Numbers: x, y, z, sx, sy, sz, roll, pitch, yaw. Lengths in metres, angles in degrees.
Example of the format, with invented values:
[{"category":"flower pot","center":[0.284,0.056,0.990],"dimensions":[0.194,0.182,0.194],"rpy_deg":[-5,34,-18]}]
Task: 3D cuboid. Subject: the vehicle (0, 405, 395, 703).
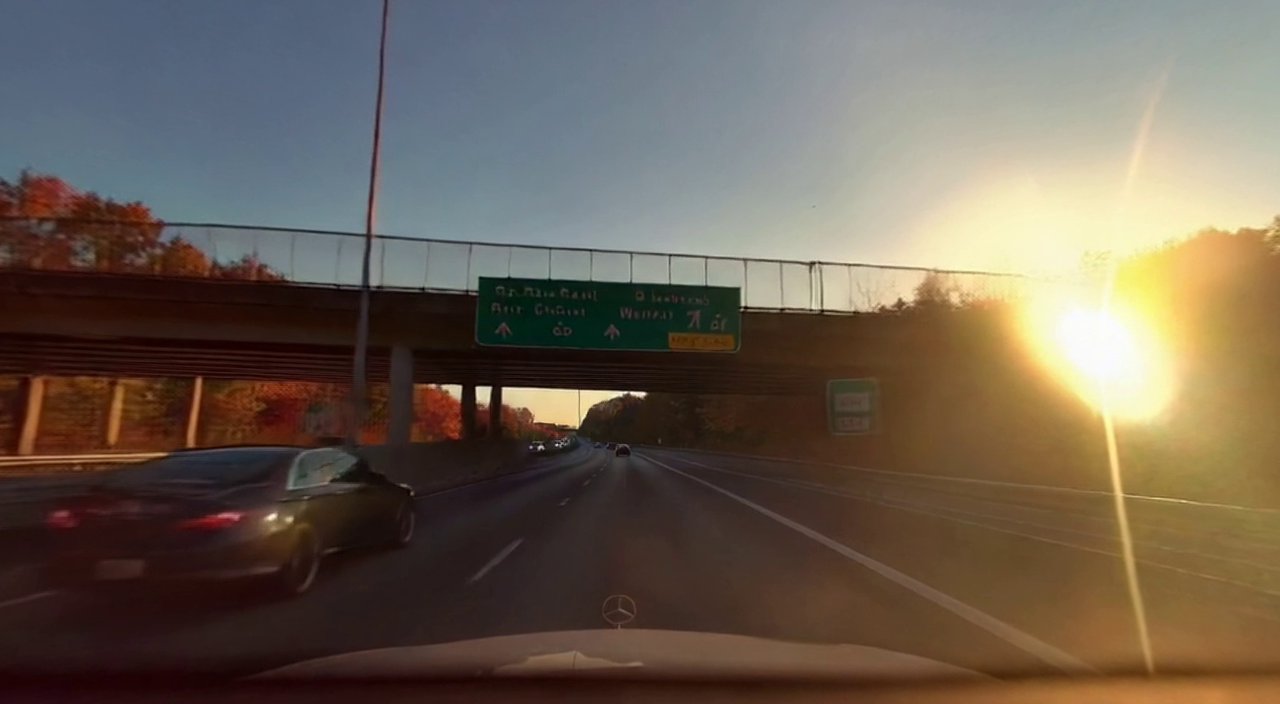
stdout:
[{"category":"vehicle","center":[-4.000,1.381,5.213],"dimensions":[2.047,1.519,4.832],"rpy_deg":[-1,-9,-1]}]
